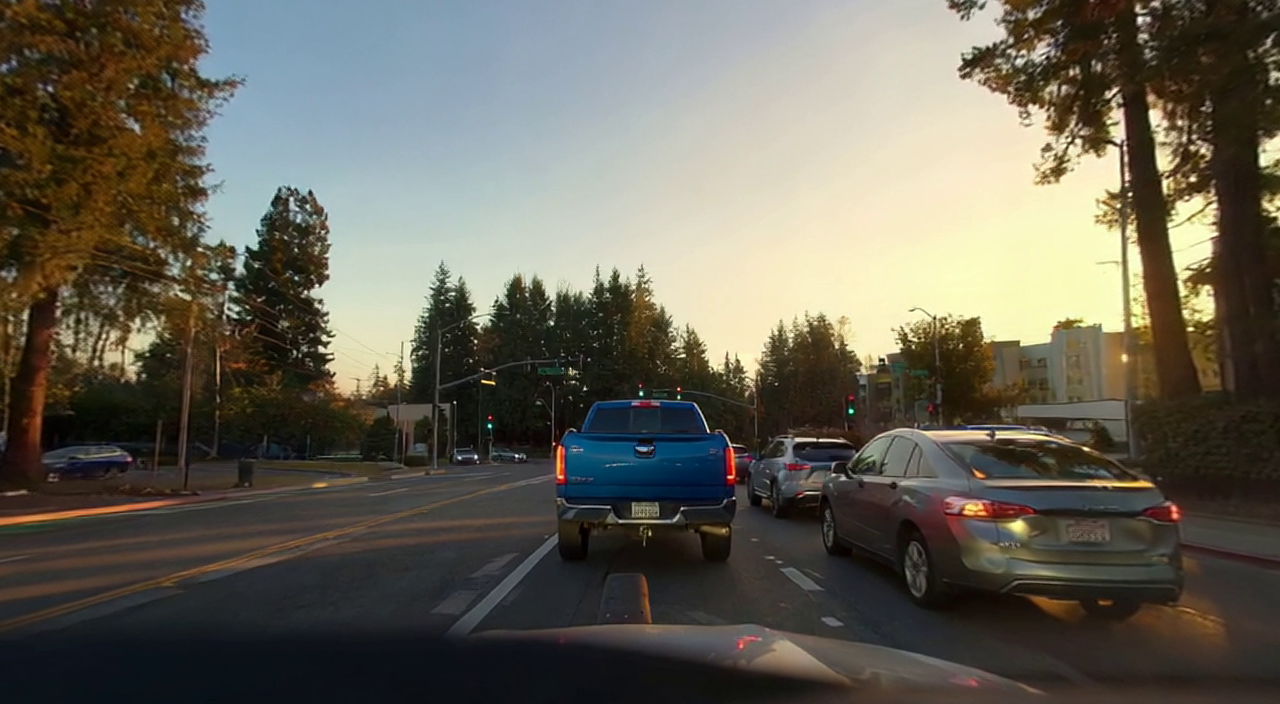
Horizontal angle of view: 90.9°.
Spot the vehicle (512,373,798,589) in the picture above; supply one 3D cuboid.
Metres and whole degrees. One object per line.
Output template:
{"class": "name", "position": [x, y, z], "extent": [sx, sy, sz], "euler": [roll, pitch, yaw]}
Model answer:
{"class": "vehicle", "position": [0.148, 1.592, 8.649], "extent": [2.636, 2.011, 5.425], "euler": [0, -8, 0]}

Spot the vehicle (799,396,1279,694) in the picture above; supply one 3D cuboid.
{"class": "vehicle", "position": [3.325, 1.469, 6.203], "extent": [2.155, 1.667, 5.162], "euler": [0, -8, 0]}

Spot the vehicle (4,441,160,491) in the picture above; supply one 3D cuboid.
{"class": "vehicle", "position": [-21.747, 4.426, 24.883], "extent": [2.062, 1.764, 4.508], "euler": [0, -8, -2]}
